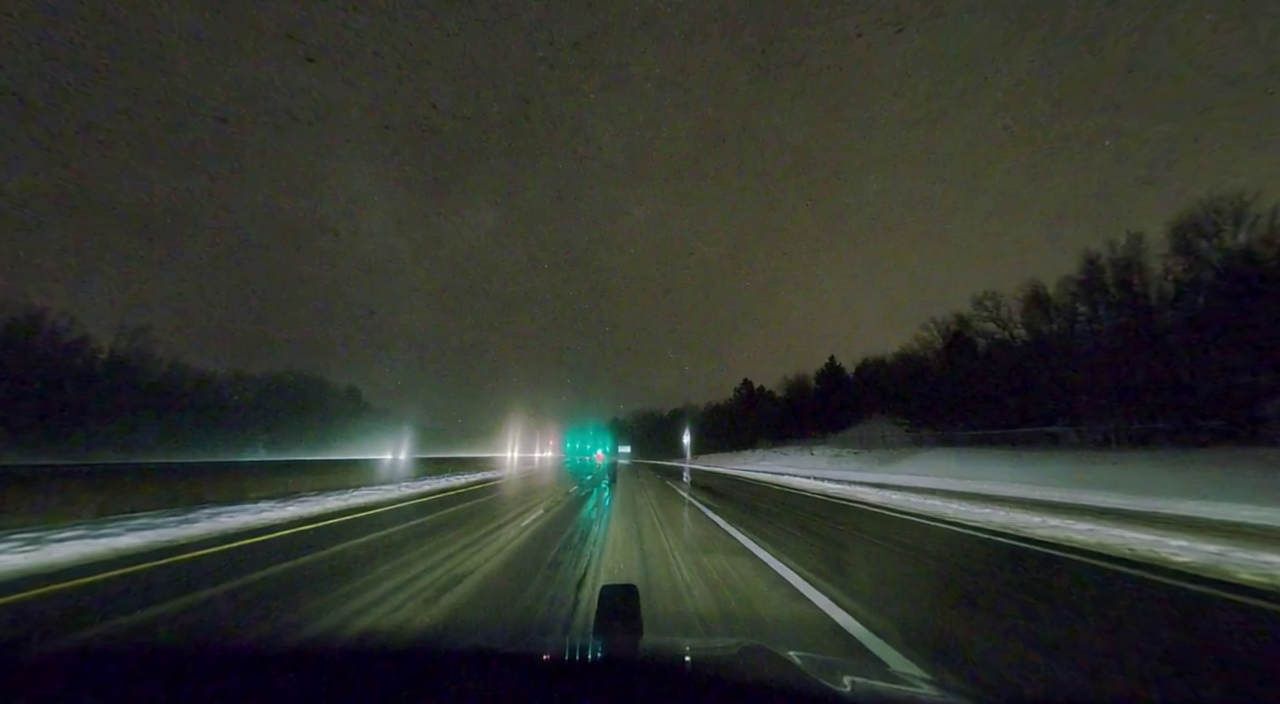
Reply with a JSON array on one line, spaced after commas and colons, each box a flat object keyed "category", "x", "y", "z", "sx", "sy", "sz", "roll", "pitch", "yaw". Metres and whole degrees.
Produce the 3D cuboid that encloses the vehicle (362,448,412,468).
[{"category": "vehicle", "x": -18.864, "y": 7.904, "z": 47.015, "sx": 1.832, "sy": 1.454, "sz": 4.661, "roll": 0, "pitch": -9, "yaw": -1}]
